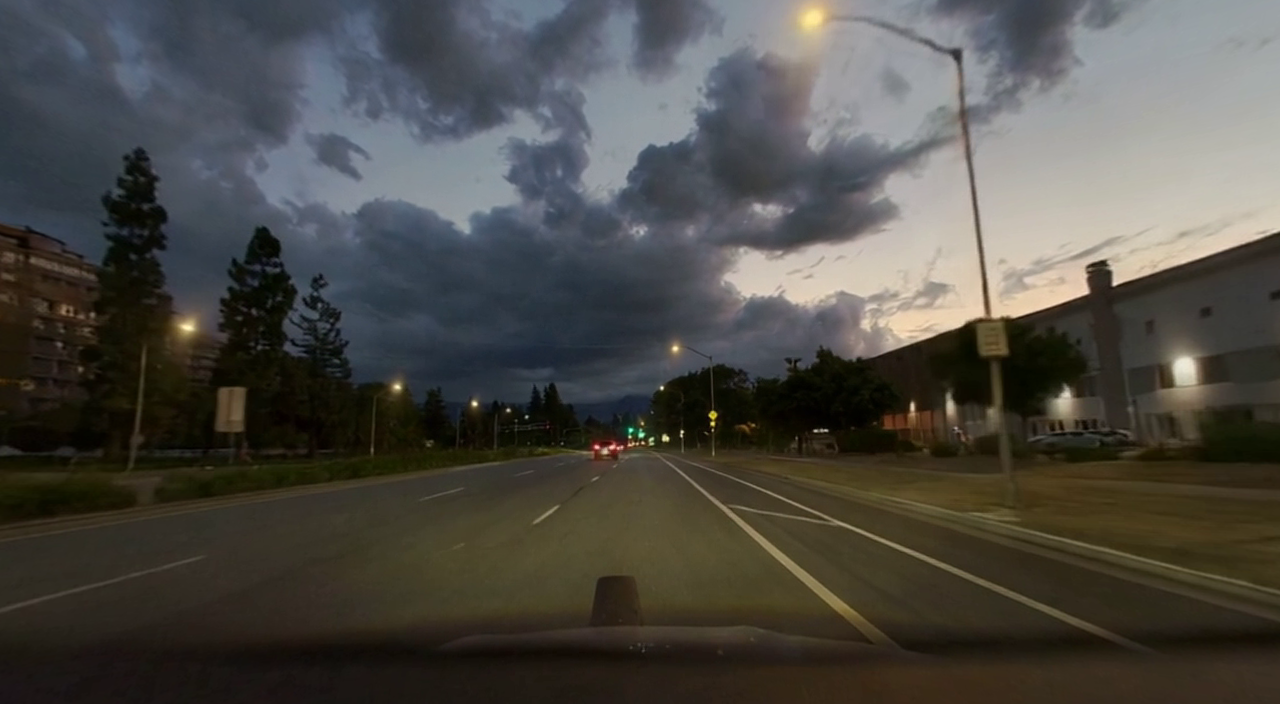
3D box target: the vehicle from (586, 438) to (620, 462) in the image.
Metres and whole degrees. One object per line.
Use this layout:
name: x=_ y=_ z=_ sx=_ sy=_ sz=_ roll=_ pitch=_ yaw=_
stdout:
vehicle: x=-2.597 y=7.033 z=45.358 sx=2.121 sy=1.654 sz=3.993 roll=0 pitch=-8 yaw=1
